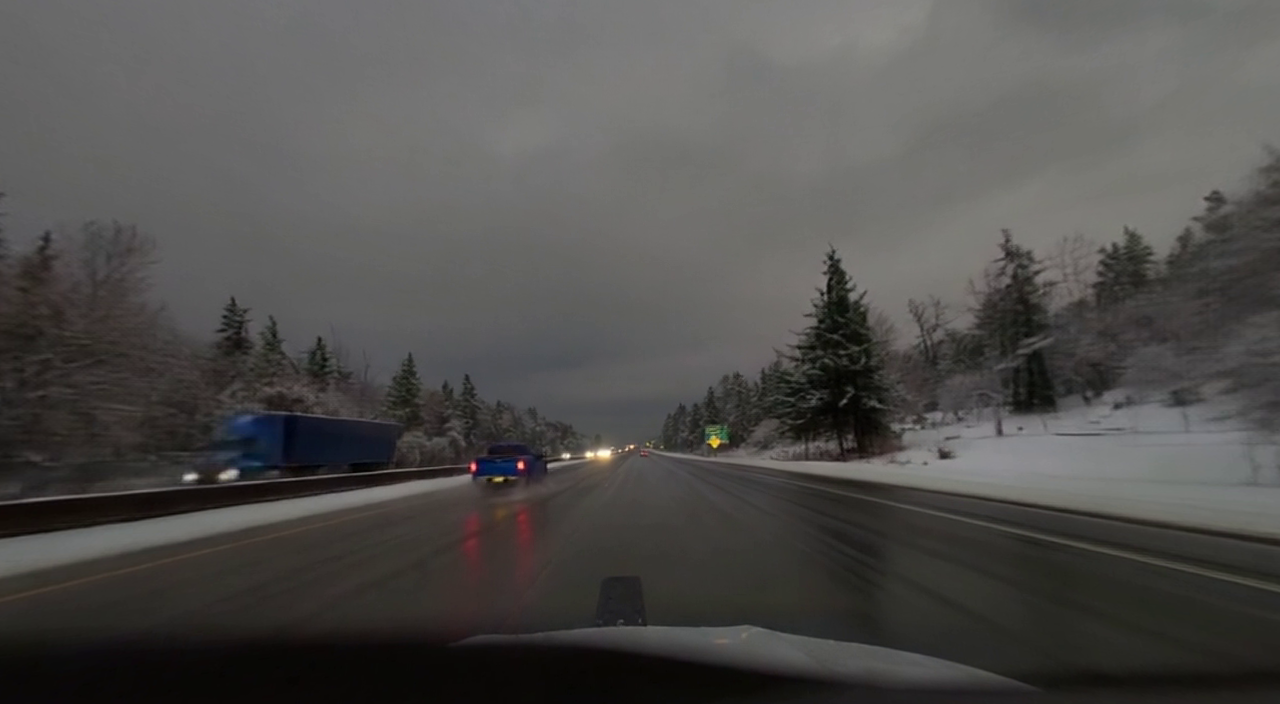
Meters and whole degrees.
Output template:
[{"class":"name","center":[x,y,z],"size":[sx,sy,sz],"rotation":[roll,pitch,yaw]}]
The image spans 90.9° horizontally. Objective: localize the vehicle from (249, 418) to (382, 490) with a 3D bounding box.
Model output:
[{"class":"vehicle","center":[-16.176,5.199,32.190],"size":[2.671,3.197,7.582],"rotation":[0,-9,0]}]

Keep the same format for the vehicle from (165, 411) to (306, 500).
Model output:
[{"class":"vehicle","center":[-19.971,5.182,31.671],"size":[2.981,3.978,5.949],"rotation":[0,-9,-1]}]

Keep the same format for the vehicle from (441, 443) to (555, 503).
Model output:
[{"class":"vehicle","center":[-4.022,3.541,18.969],"size":[2.128,1.521,5.409],"rotation":[0,-9,1]}]
